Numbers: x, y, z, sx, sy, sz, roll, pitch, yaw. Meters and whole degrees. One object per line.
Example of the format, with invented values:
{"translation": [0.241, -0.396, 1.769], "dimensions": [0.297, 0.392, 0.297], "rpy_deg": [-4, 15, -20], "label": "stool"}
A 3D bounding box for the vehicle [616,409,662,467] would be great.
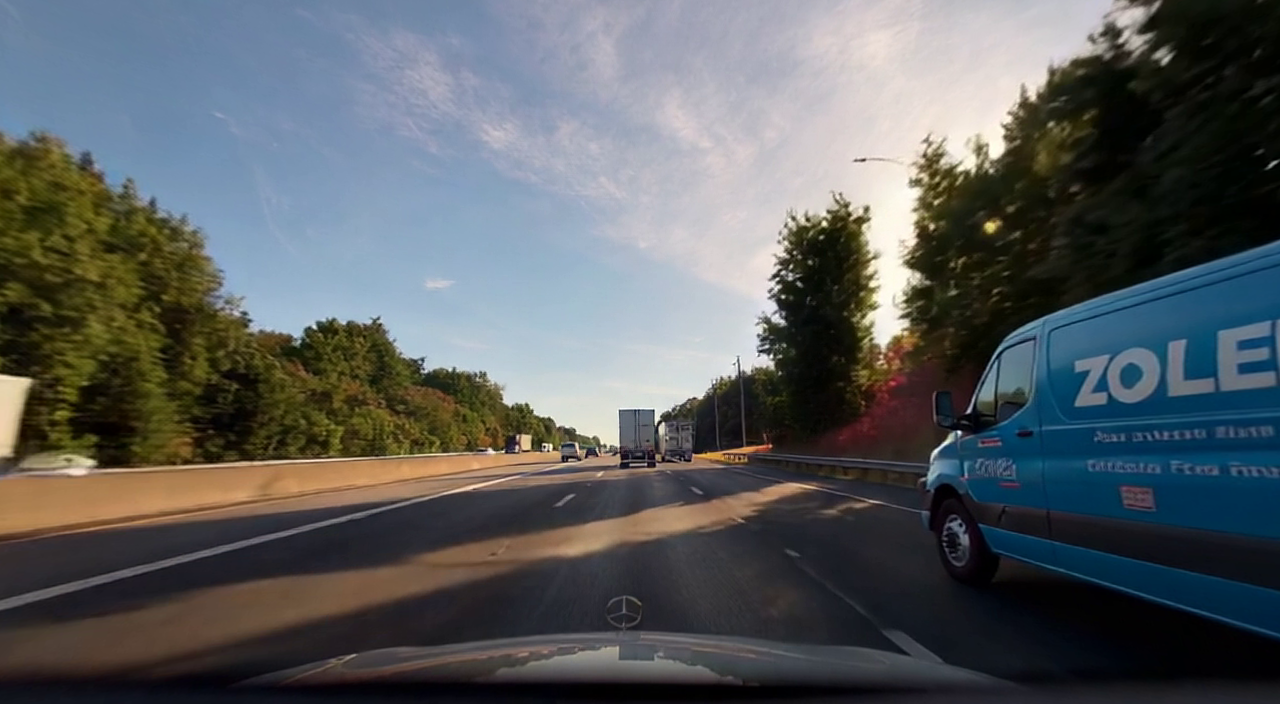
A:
{"translation": [-0.115, 6.873, 49.899], "dimensions": [3.201, 4.019, 10.918], "rpy_deg": [0, -9, 0], "label": "vehicle"}

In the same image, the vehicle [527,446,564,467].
{"translation": [-7.055, 7.875, 47.619], "dimensions": [2.069, 1.495, 4.698], "rpy_deg": [0, -9, 0], "label": "vehicle"}

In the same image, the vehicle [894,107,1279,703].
{"translation": [3.780, 0.443, 3.178], "dimensions": [2.338, 2.690, 6.025], "rpy_deg": [0, -9, -1], "label": "vehicle"}
